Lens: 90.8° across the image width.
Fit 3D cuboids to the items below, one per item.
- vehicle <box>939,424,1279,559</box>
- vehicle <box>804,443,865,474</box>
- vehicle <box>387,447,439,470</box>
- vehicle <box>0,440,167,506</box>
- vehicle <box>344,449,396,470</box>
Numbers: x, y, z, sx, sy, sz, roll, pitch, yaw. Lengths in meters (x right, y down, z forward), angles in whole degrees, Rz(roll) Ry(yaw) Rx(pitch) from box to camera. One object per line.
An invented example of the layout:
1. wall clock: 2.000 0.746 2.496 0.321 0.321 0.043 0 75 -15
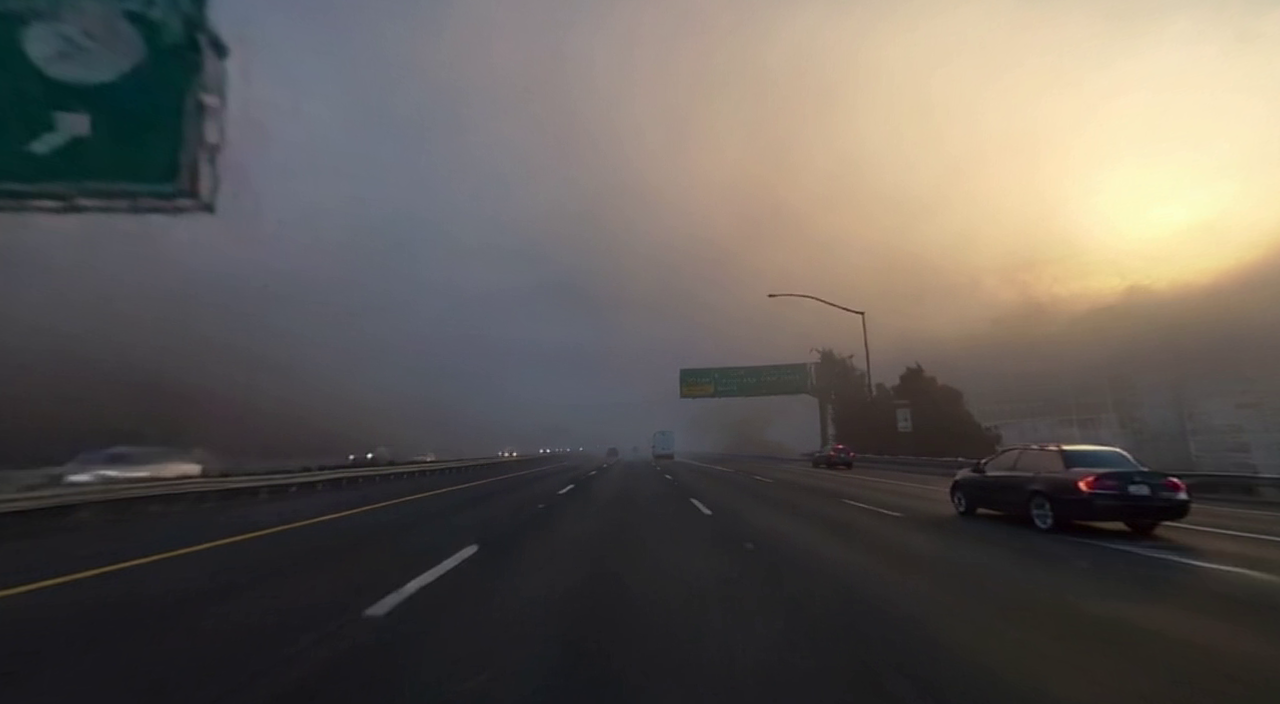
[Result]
1. vehicle: 6.711 1.950 9.607 1.861 1.500 4.860 0 -9 -1
2. vehicle: 10.303 5.673 33.808 1.878 1.509 4.327 0 -9 -1
3. vehicle: -15.783 7.414 44.171 1.907 1.477 4.637 0 -9 0
4. vehicle: -15.608 3.195 17.096 1.961 1.520 4.702 0 -9 0
5. vehicle: -19.720 7.836 46.361 1.877 1.459 4.547 0 -9 0
